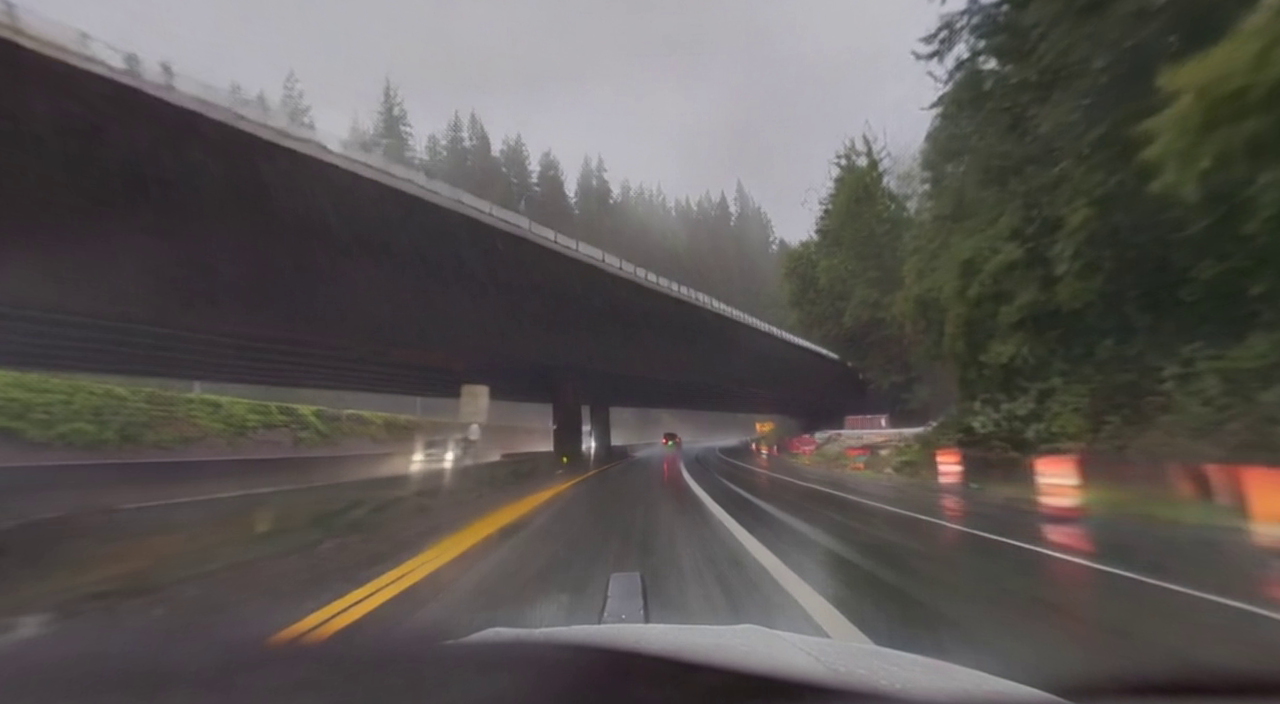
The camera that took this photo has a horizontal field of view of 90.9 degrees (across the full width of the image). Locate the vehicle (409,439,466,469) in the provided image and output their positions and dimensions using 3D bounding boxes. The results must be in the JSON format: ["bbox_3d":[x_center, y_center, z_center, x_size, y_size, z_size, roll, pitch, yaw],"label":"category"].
[{"bbox_3d":[-9.962,5.012,31.247,1.667,1.399,3.428,0,-8,1],"label":"vehicle"}]
